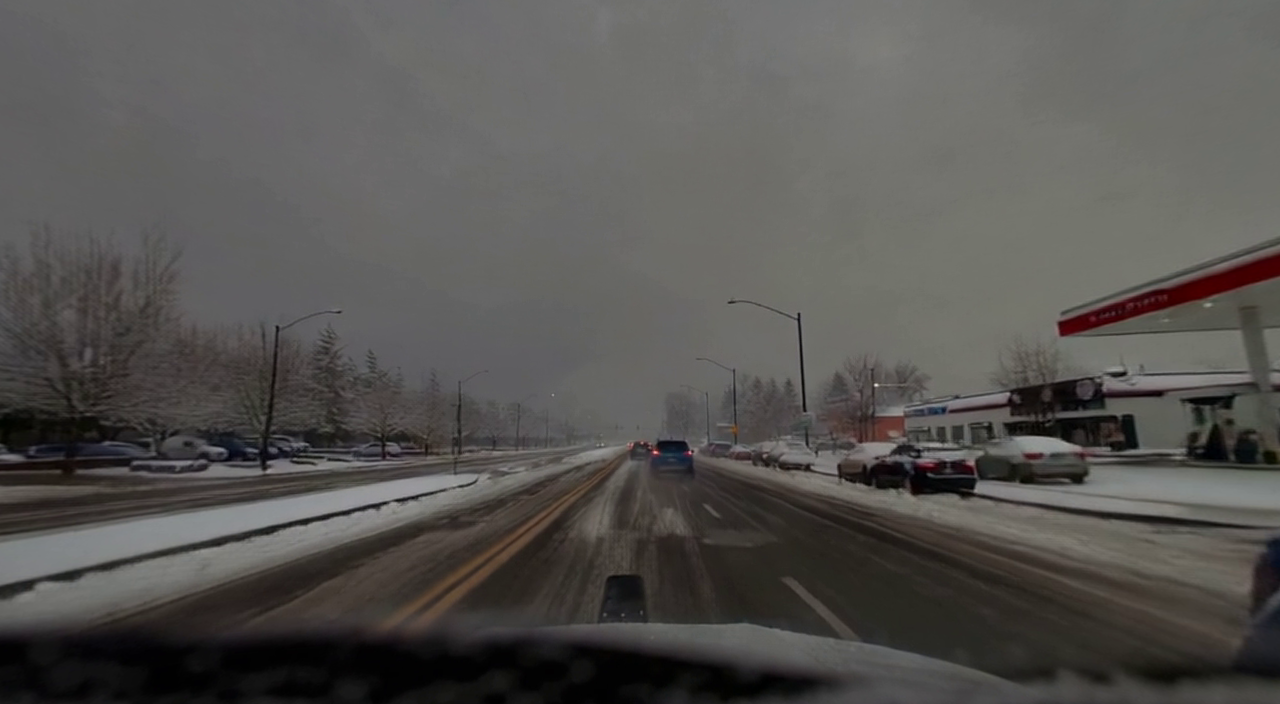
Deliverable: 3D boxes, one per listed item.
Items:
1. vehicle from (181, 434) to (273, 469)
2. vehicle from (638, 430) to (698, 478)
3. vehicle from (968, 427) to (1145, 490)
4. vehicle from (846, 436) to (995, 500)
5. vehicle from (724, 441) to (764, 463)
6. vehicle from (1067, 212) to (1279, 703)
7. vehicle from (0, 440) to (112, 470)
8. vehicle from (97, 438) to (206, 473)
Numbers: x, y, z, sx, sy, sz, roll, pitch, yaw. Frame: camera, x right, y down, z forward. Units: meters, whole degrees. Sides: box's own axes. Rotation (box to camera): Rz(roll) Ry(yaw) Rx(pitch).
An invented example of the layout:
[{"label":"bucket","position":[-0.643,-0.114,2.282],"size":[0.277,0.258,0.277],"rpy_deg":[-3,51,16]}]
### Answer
[{"label":"vehicle","position":[-25.733,6.216,39.392],"size":[2.086,1.967,5.297],"rpy_deg":[0,-9,1]},{"label":"vehicle","position":[1.141,4.352,26.987],"size":[2.317,1.857,5.150],"rpy_deg":[0,-8,1]},{"label":"vehicle","position":[12.680,3.276,19.615],"size":[2.019,1.711,4.862],"rpy_deg":[1,-9,-3]},{"label":"vehicle","position":[7.334,3.063,17.053],"size":[1.818,1.459,4.806],"rpy_deg":[0,-9,0]},{"label":"vehicle","position":[7.418,7.152,45.134],"size":[2.055,1.508,4.782],"rpy_deg":[0,-8,0]},{"label":"vehicle","position":[2.997,0.346,0.285],"size":[2.246,1.963,4.777],"rpy_deg":[0,-8,1]},{"label":"vehicle","position":[-31.600,5.545,34.073],"size":[1.920,1.446,4.448],"rpy_deg":[-2,-8,2]},{"label":"vehicle","position":[-26.246,5.576,33.957],"size":[1.922,1.755,4.511],"rpy_deg":[-1,-9,6]}]
